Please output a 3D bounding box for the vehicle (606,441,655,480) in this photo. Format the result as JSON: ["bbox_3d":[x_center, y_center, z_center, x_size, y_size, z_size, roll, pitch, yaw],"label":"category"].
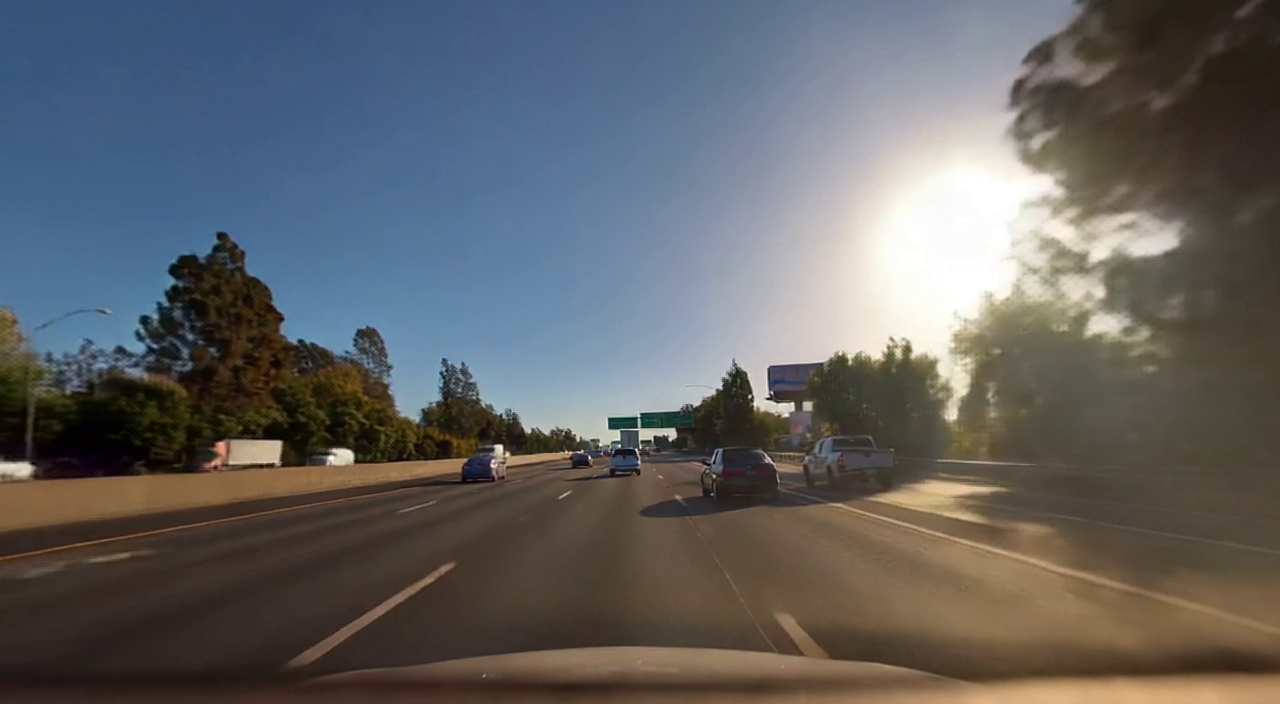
[{"bbox_3d":[-0.465,5.445,32.091,2.323,1.805,4.729,0,-9,0],"label":"vehicle"}]

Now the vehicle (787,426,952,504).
[{"bbox_3d":[6.391,3.261,18.700,2.635,1.919,5.907,0,-9,0],"label":"vehicle"}]

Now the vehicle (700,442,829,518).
[{"bbox_3d":[2.632,2.823,14.524,2.011,1.462,4.286,0,-9,-1],"label":"vehicle"}]

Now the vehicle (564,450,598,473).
[{"bbox_3d":[-4.039,7.532,43.749,1.935,1.487,4.076,0,-9,0],"label":"vehicle"}]

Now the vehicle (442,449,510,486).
[{"bbox_3d":[-7.315,5.169,28.624,1.920,1.482,4.385,0,-9,0],"label":"vehicle"}]
